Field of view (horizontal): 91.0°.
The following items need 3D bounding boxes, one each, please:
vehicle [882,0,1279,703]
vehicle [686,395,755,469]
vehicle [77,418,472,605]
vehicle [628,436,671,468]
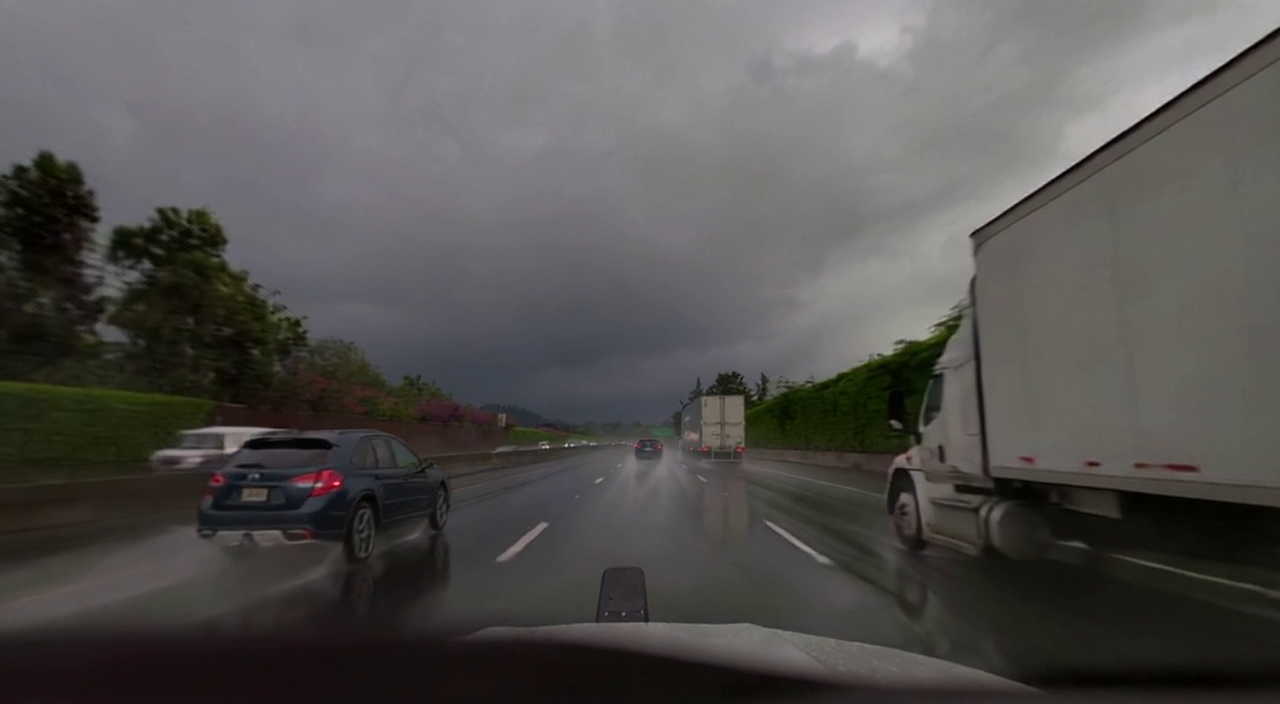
[{"bbox_3d":[4.137,0.066,2.981,2.742,3.383,8.285,0,-8,1],"label":"vehicle"},{"bbox_3d":[5.091,5.530,42.706,3.117,4.150,13.929,0,-8,1],"label":"vehicle"},{"bbox_3d":[-3.503,1.584,7.185,1.988,1.488,4.113,0,-8,1],"label":"vehicle"},{"bbox_3d":[0.534,5.866,37.291,2.389,1.760,4.473,0,-8,0],"label":"vehicle"}]
